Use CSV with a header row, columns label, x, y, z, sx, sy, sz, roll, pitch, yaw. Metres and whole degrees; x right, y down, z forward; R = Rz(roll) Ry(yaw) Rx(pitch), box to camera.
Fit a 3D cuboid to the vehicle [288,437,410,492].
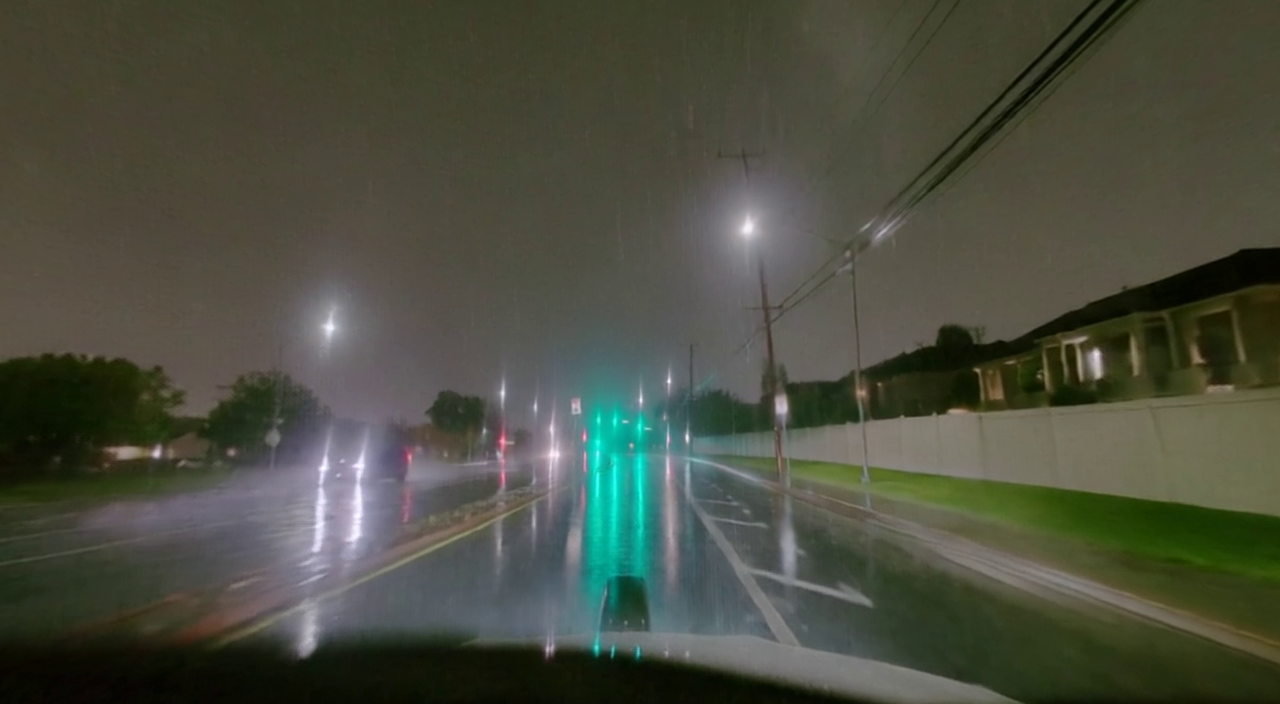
label,x,y,z,sx,sy,sz,roll,pitch,yaw
vehicle,-11.129,4.315,24.632,2.336,1.905,4.908,0,-8,1
